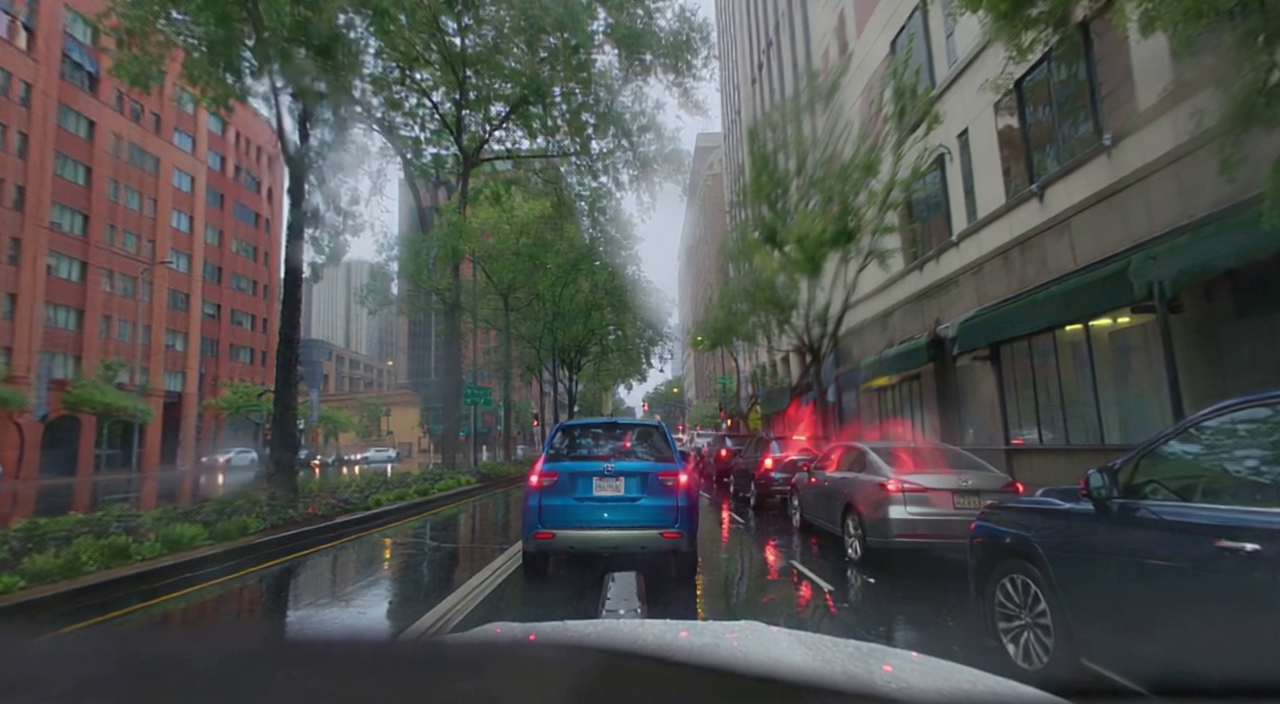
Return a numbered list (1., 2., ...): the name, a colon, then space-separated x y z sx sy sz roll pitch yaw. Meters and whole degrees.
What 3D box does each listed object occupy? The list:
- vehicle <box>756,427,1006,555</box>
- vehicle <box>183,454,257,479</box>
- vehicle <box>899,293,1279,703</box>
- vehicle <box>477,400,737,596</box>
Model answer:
1. vehicle: 3.275 1.987 9.817 1.941 1.482 4.632 0 -9 -1
2. vehicle: -27.707 7.541 41.873 1.967 1.428 4.832 0 -9 -5
3. vehicle: 2.993 0.752 2.249 2.063 1.760 4.664 0 -9 -1
4. vehicle: -0.341 1.580 7.621 2.249 1.684 4.084 0 -9 -2
